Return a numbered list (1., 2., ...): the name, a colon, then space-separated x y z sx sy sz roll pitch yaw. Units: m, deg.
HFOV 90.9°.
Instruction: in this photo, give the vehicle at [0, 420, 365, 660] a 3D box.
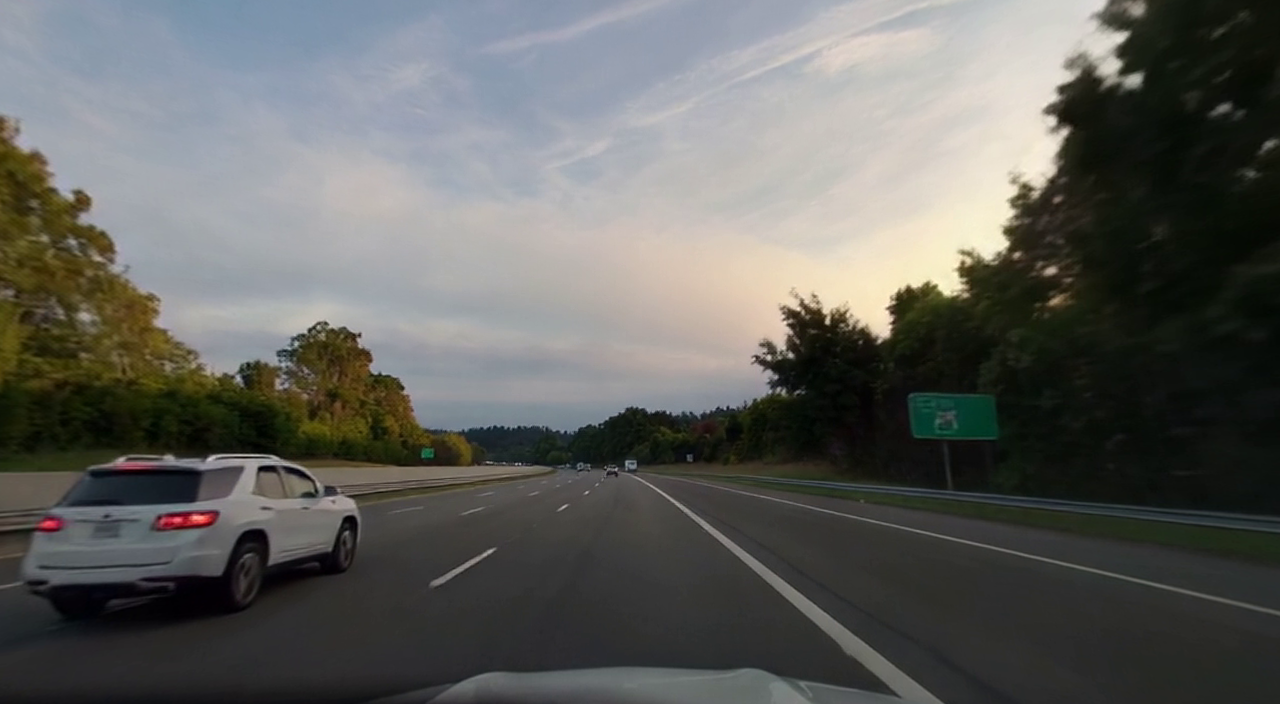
1. vehicle: -4.521 1.593 6.130 2.025 1.584 3.657 1 -10 -1
